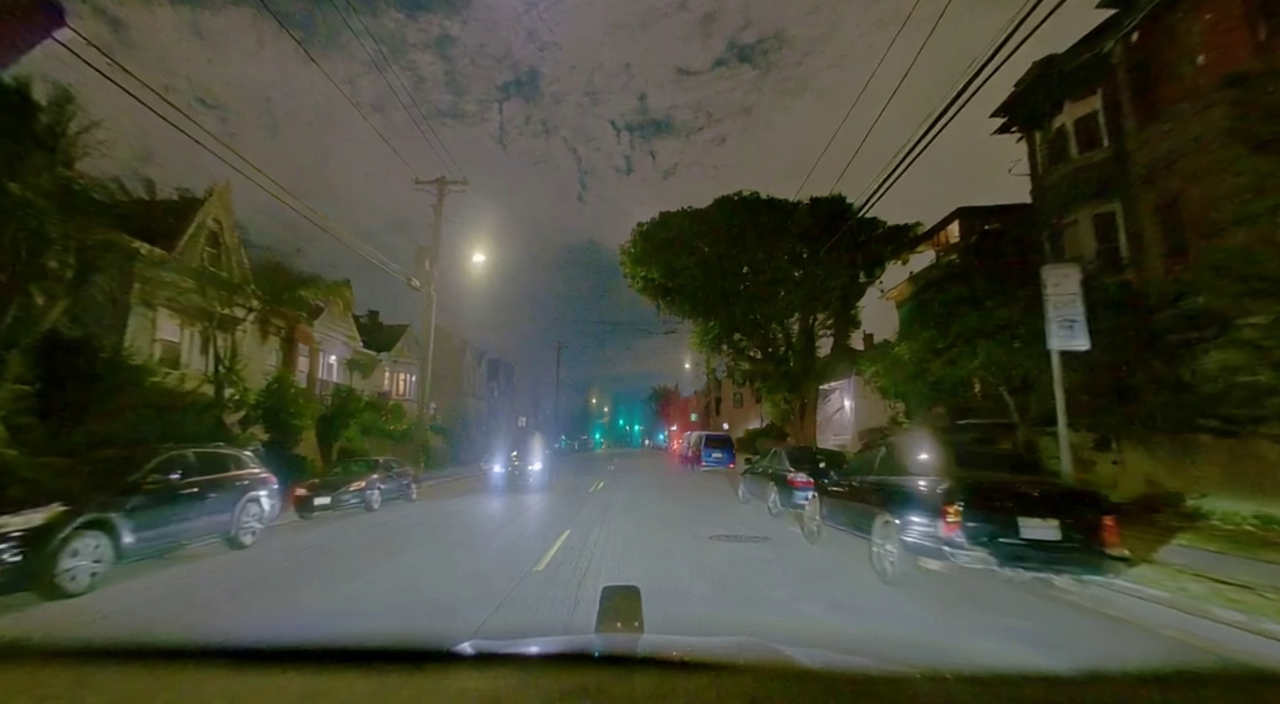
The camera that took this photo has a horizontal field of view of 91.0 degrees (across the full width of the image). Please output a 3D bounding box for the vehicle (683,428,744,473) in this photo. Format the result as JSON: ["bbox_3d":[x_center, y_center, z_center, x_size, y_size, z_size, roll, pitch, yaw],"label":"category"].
[{"bbox_3d":[3.110,4.326,27.686,2.013,1.775,4.570,0,-9,-1],"label":"vehicle"}]

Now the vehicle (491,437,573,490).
[{"bbox_3d":[-3.387,3.570,20.483,1.929,1.535,4.075,0,-9,0],"label":"vehicle"}]

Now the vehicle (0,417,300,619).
[{"bbox_3d":[-6.874,1.821,8.401,2.031,1.845,4.825,0,-5,-1],"label":"vehicle"}]

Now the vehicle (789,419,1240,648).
[{"bbox_3d":[3.095,1.566,6.551,1.869,1.531,4.383,0,-9,-2],"label":"vehicle"}]

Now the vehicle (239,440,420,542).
[{"bbox_3d":[-6.807,2.997,14.454,1.936,1.528,4.620,-3,-4,-2],"label":"vehicle"}]
